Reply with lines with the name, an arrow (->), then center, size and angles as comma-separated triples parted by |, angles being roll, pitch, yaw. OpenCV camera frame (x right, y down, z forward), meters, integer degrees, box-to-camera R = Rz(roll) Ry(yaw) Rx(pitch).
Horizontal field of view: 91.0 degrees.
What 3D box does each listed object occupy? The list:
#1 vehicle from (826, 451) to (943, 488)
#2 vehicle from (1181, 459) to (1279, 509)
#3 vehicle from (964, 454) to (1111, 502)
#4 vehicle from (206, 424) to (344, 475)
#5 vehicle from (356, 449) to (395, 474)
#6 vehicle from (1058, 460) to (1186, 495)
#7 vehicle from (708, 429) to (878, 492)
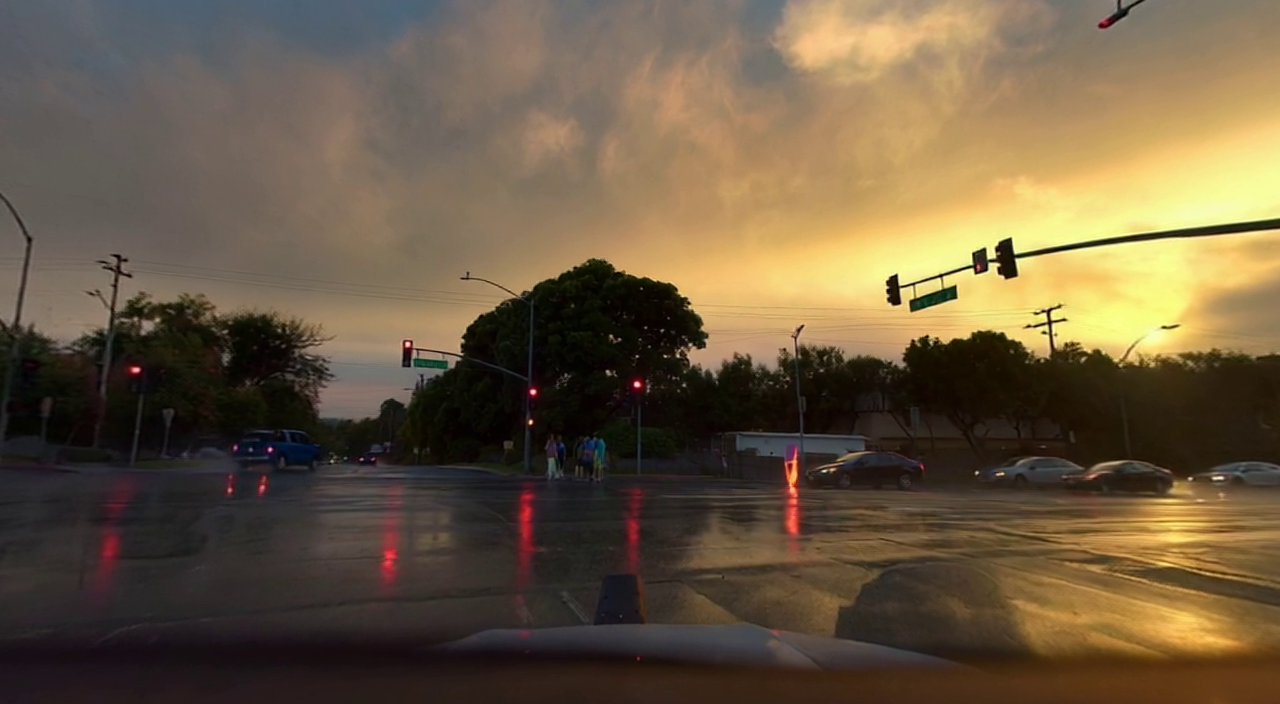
vehicle -> 11.074, 5.330, 28.676 | 4.537, 1.608, 1.827 | 1, -9, -7
vehicle -> 24.650, 5.243, 25.268 | 4.322, 1.522, 1.795 | -4, -9, -8
vehicle -> 15.253, 4.827, 24.313 | 4.356, 1.498, 1.957 | -2, -8, -6
vehicle -> -15.919, 4.320, 27.969 | 2.243, 2.011, 5.631 | -1, -9, 6
vehicle -> -17.071, 7.054, 40.824 | 1.964, 1.525, 4.750 | 3, -9, -19
vehicle -> 23.071, 6.018, 30.234 | 4.793, 1.533, 1.874 | 1, -9, -6
vehicle -> 5.448, 3.904, 22.704 | 5.535, 1.896, 2.170 | 4, -9, -9
